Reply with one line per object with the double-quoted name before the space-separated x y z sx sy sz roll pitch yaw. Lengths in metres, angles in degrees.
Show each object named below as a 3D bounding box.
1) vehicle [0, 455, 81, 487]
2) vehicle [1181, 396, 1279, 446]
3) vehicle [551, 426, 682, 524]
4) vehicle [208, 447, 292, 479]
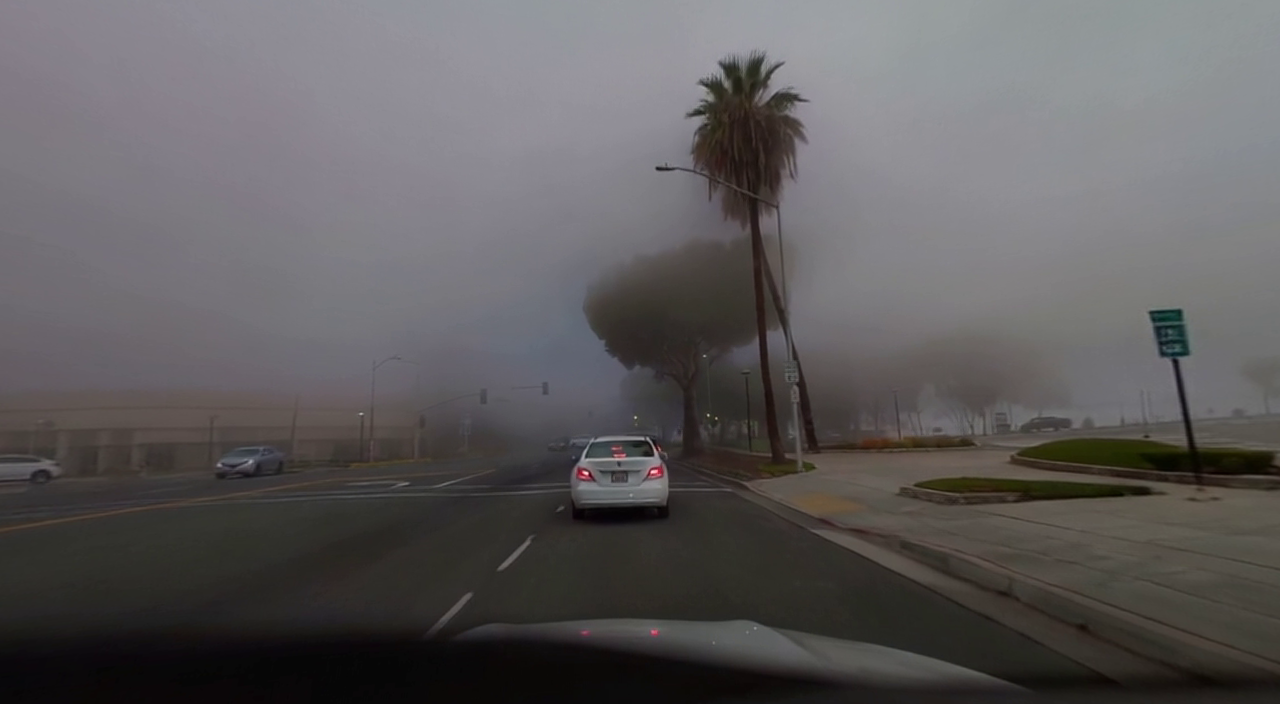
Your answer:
"vehicle" -36.334 7.108 38.001 1.757 1.803 4.000 0 -9 -3
"vehicle" 19.338 2.152 19.462 3.730 1.436 1.578 -1 -9 2
"vehicle" -0.384 2.231 11.926 2.060 1.526 3.859 0 -9 -1
"vehicle" -23.029 6.521 37.532 1.990 1.752 4.673 0 -9 0
